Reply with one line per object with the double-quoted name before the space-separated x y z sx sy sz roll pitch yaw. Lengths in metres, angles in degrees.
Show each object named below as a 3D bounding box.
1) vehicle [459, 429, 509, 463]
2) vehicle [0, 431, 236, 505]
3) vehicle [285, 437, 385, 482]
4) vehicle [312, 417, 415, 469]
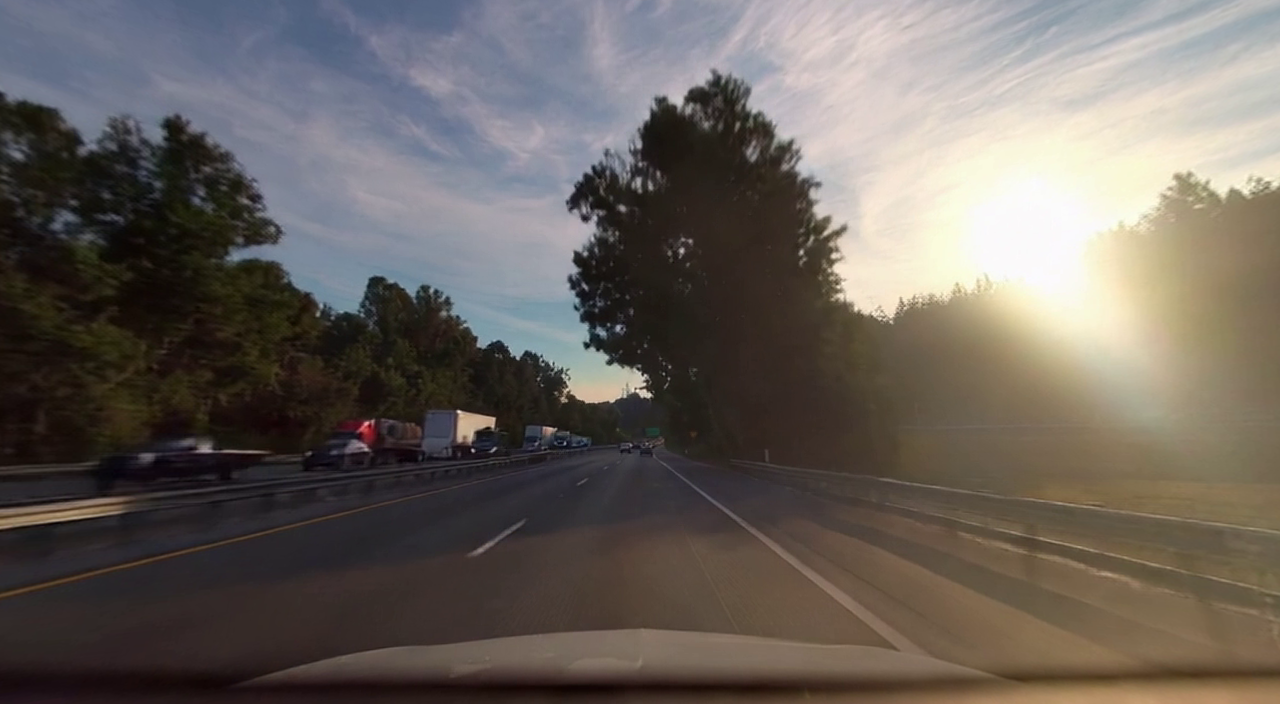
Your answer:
"vehicle" -11.709 7.110 47.710 2.308 2.426 5.240 0 -9 1
"vehicle" -12.628 2.816 15.733 2.140 1.563 4.347 0 -9 0
"vehicle" -12.459 4.413 26.117 1.966 1.662 4.366 0 -9 0
"vehicle" -16.838 5.674 39.173 2.790 2.882 7.737 0 -9 1
